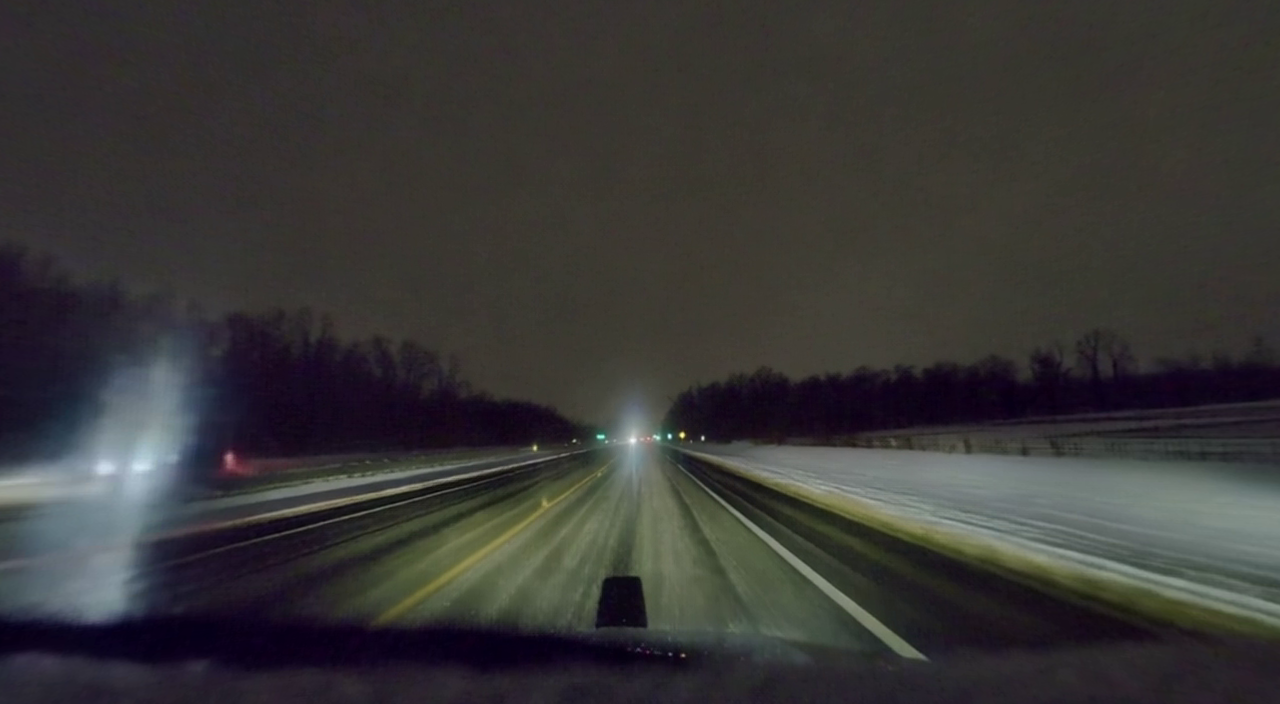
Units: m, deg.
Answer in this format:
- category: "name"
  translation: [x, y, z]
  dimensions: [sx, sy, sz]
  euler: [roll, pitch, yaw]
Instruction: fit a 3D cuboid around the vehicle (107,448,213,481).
- category: "vehicle"
  translation: [-22.050, 5.153, 29.175]
  dimensions: [1.834, 1.393, 3.869]
  euler: [0, -8, 0]
